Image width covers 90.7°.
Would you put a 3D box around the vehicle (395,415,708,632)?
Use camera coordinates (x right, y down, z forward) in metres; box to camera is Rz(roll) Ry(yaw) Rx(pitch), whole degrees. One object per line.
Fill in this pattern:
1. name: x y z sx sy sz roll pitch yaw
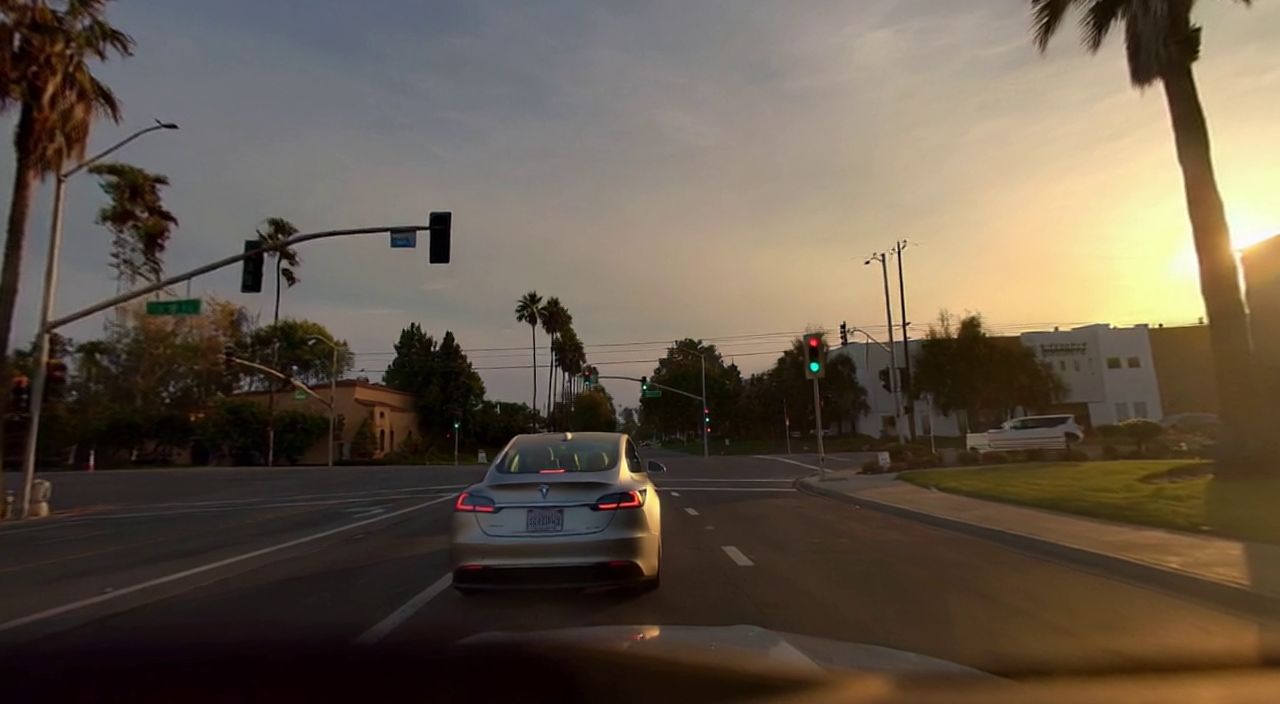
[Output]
1. vehicle: -0.636 1.504 6.559 2.152 1.478 4.229 0 -9 -1
